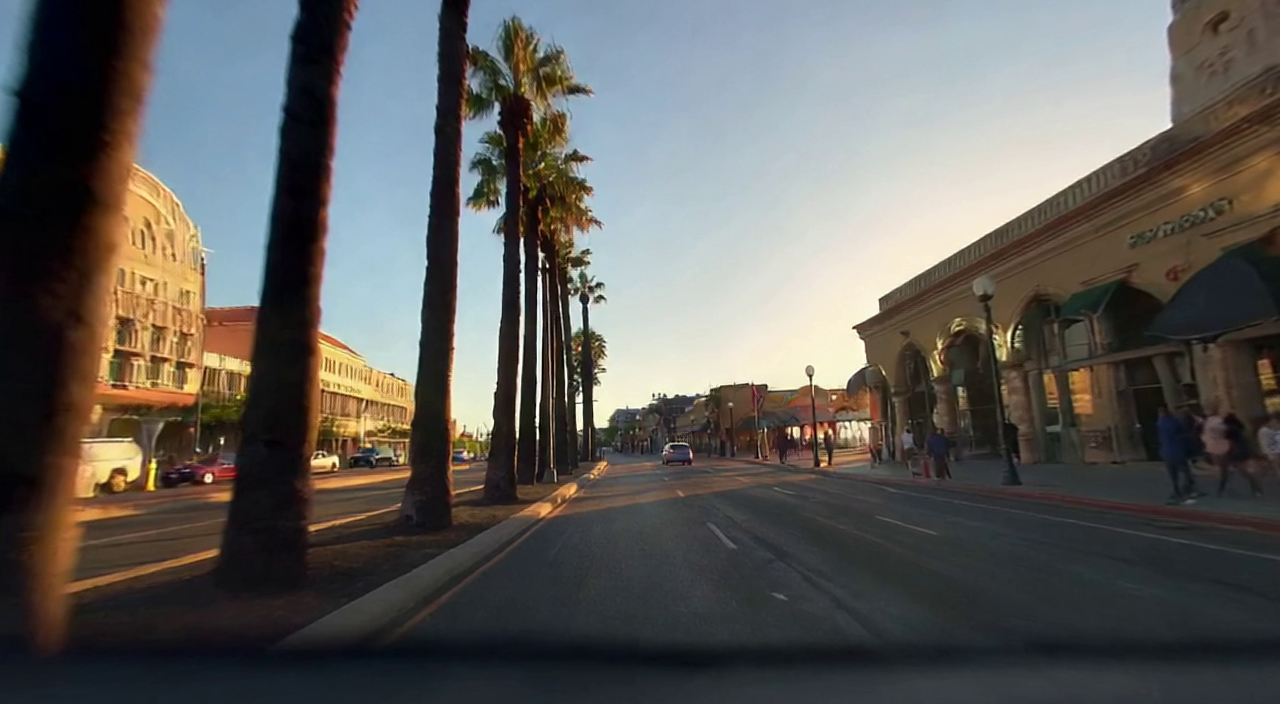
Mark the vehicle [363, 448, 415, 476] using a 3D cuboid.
[{"bbox_3d":[-18.517,8.105,46.844,2.136,1.890,4.670,-3,-8,-1],"label":"vehicle"}]

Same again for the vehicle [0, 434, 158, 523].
[{"bbox_3d":[-18.070,3.712,19.115,2.369,2.332,5.760,0,-9,0],"label":"vehicle"}]

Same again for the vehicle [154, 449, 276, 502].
[{"bbox_3d":[-17.805,5.142,26.838,1.947,1.871,4.855,-4,-8,-1],"label":"vehicle"}]

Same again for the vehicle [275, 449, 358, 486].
[{"bbox_3d":[-18.179,6.488,35.841,2.049,1.878,5.125,0,-9,-2],"label":"vehicle"}]

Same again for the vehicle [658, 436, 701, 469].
[{"bbox_3d":[2.525,6.688,42.232,2.284,2.010,6.670,0,-9,-1],"label":"vehicle"}]
